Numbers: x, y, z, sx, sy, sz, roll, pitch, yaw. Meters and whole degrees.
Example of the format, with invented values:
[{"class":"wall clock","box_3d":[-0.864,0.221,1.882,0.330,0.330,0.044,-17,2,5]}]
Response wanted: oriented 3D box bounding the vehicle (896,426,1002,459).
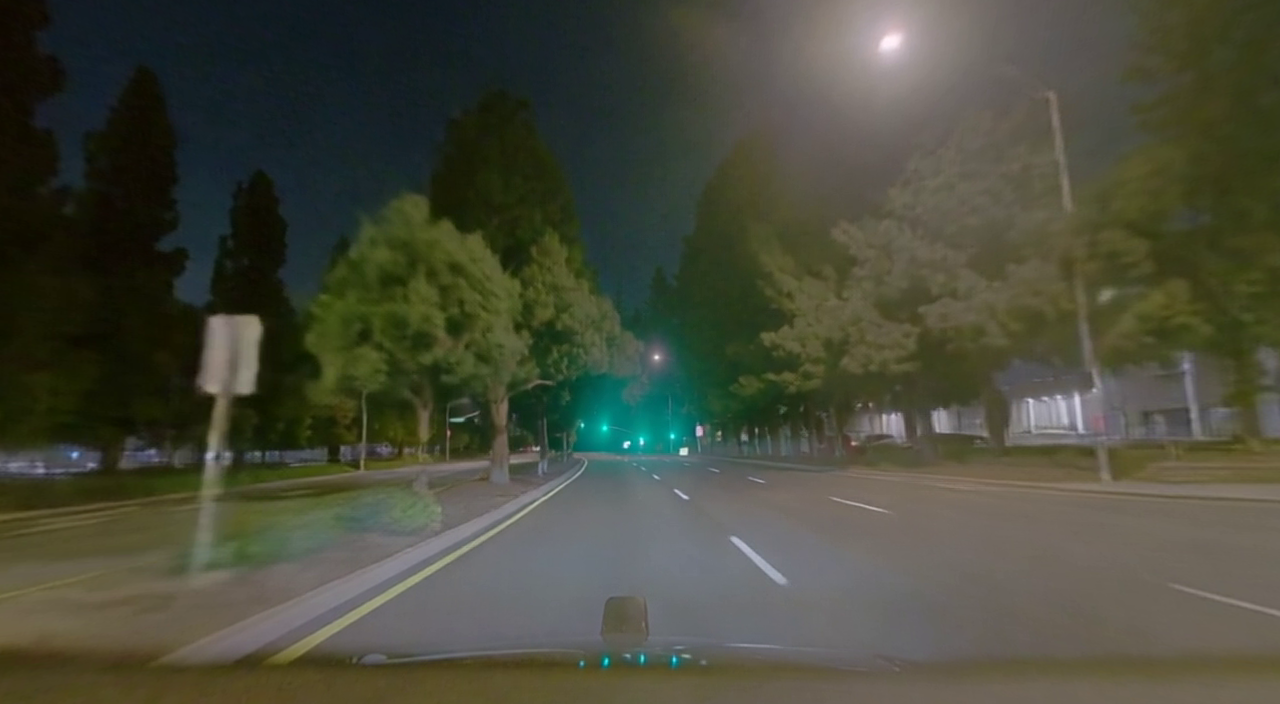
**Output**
[{"class":"vehicle","box_3d":[16.522,4.866,33.878,4.510,1.667,2.247,1,-8,-5]}]
